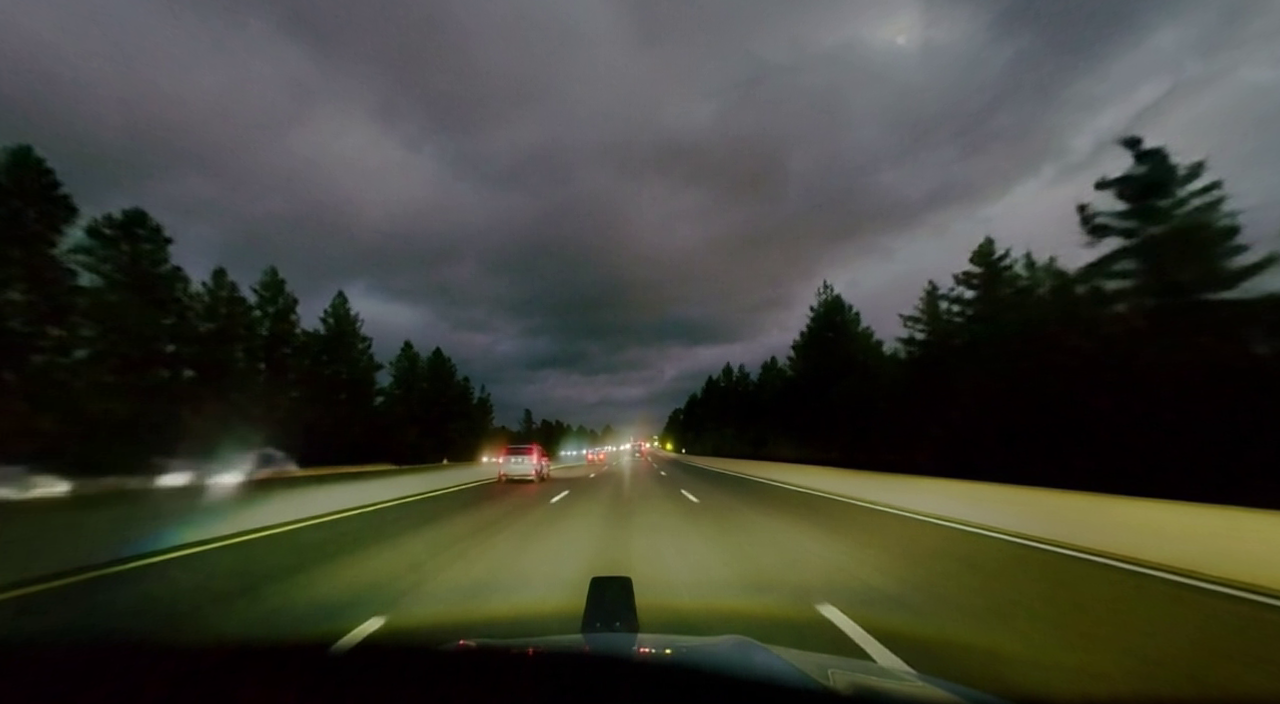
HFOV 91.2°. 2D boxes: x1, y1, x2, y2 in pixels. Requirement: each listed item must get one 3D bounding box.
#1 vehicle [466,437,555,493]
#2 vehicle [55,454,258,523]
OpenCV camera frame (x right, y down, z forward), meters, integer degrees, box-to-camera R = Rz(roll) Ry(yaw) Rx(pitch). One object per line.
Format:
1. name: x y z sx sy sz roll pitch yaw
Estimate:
1. vehicle: -4.291 3.821 21.561 2.151 1.693 4.201 0 -9 0
2. vehicle: -12.622 3.538 16.828 1.974 1.526 4.335 0 -9 0
